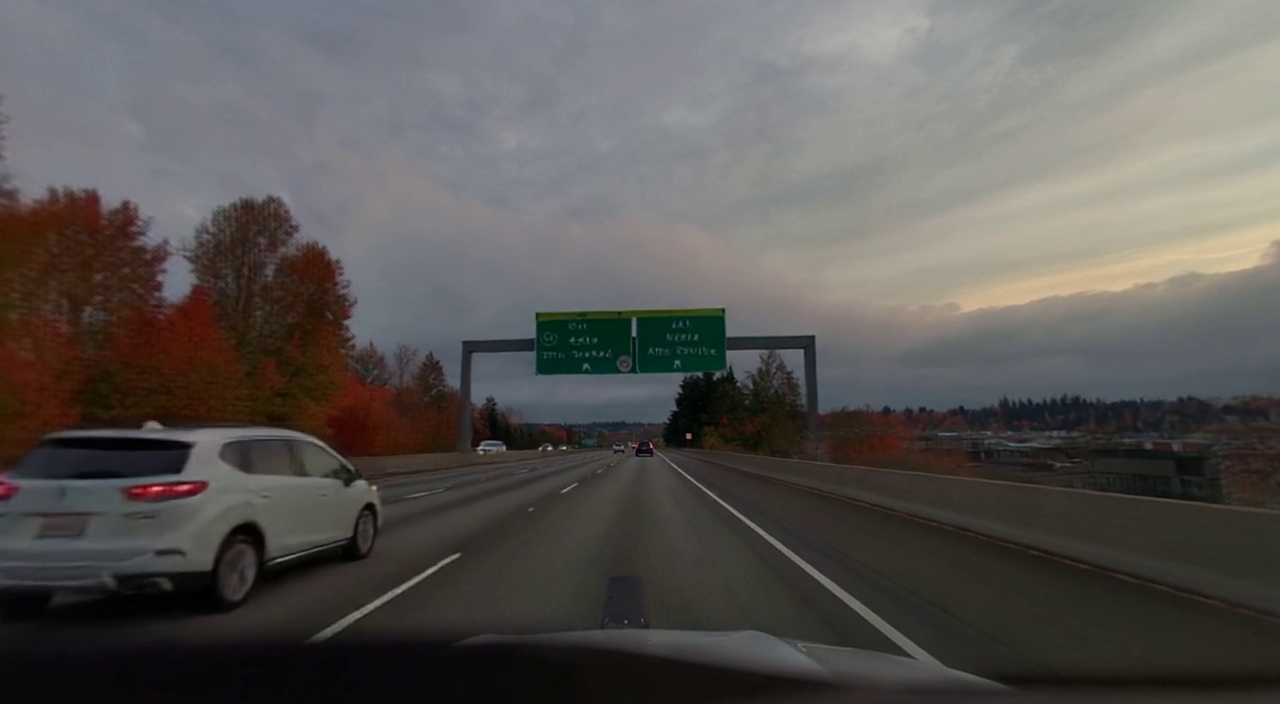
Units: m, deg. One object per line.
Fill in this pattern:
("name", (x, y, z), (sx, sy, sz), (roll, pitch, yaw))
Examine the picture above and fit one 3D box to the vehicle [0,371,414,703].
("vehicle", (-3.622, 1.196, 4.778), (2.061, 1.572, 4.814), (0, -8, -1))
